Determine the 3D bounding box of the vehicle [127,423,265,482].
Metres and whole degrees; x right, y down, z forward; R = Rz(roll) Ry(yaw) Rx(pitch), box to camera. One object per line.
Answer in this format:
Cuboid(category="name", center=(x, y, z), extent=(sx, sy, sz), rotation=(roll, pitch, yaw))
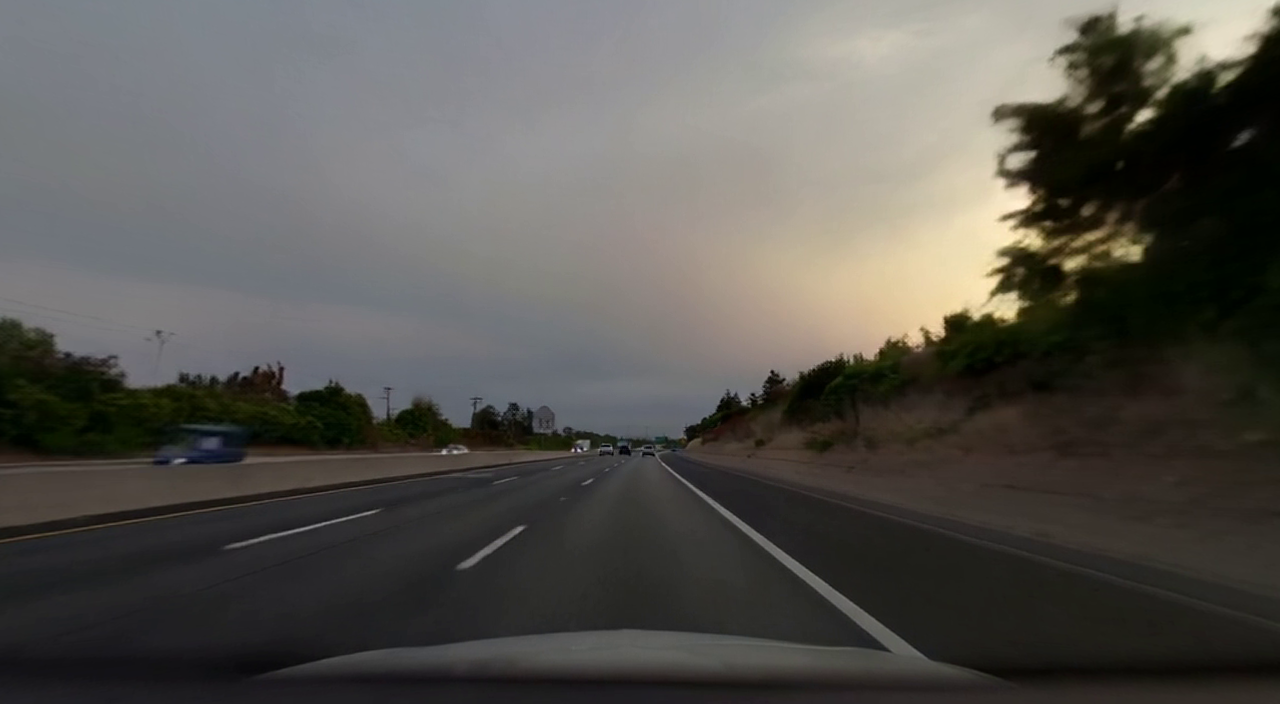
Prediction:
Cuboid(category="vehicle", center=(-22.296, 5.112, 32.223), extent=(2.297, 2.677, 6.429), rotation=(0, -9, 0))
